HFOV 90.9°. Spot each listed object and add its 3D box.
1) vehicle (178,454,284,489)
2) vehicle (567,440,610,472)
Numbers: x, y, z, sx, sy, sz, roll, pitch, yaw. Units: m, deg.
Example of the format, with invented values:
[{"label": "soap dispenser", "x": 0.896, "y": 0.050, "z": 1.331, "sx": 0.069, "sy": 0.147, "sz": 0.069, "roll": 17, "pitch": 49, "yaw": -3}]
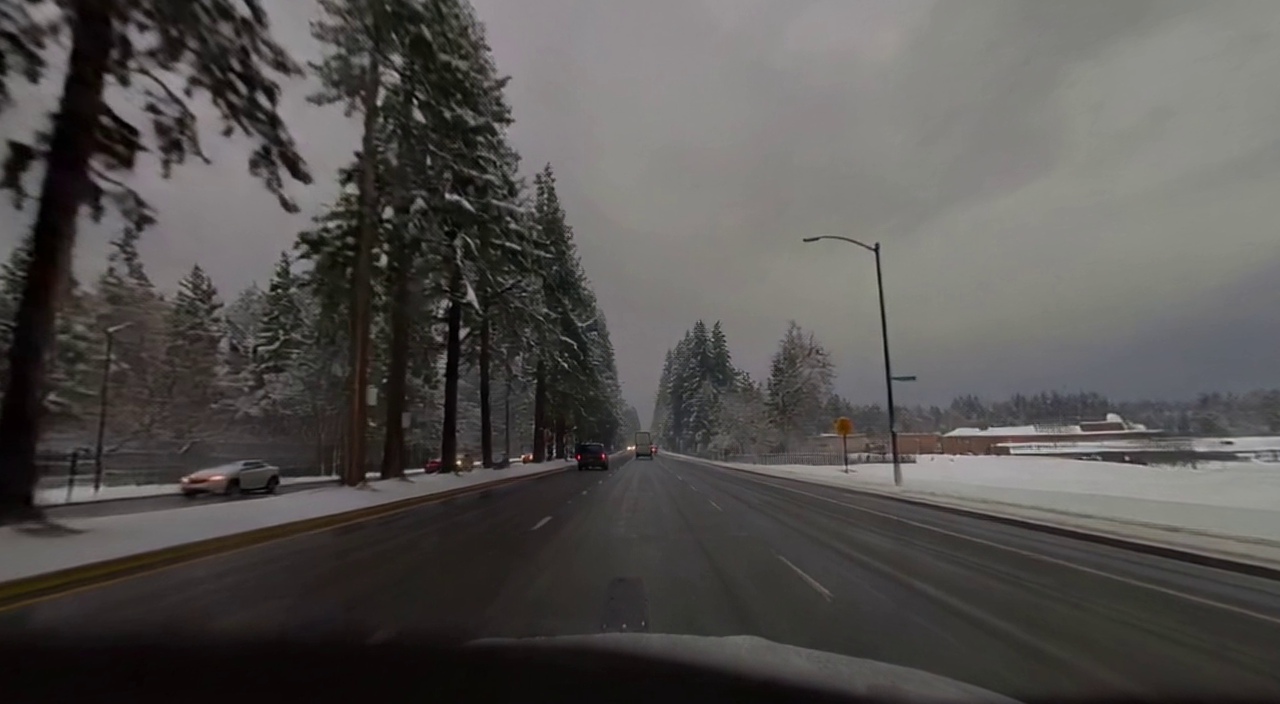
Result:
[{"label": "vehicle", "x": -19.441, "y": 5.683, "z": 30.260, "sx": 1.874, "sy": 1.470, "sz": 4.679, "roll": 0, "pitch": -9, "yaw": 1}, {"label": "vehicle", "x": -3.230, "y": 6.731, "z": 40.885, "sx": 2.255, "sy": 1.940, "sz": 4.822, "roll": 0, "pitch": -8, "yaw": 2}]
